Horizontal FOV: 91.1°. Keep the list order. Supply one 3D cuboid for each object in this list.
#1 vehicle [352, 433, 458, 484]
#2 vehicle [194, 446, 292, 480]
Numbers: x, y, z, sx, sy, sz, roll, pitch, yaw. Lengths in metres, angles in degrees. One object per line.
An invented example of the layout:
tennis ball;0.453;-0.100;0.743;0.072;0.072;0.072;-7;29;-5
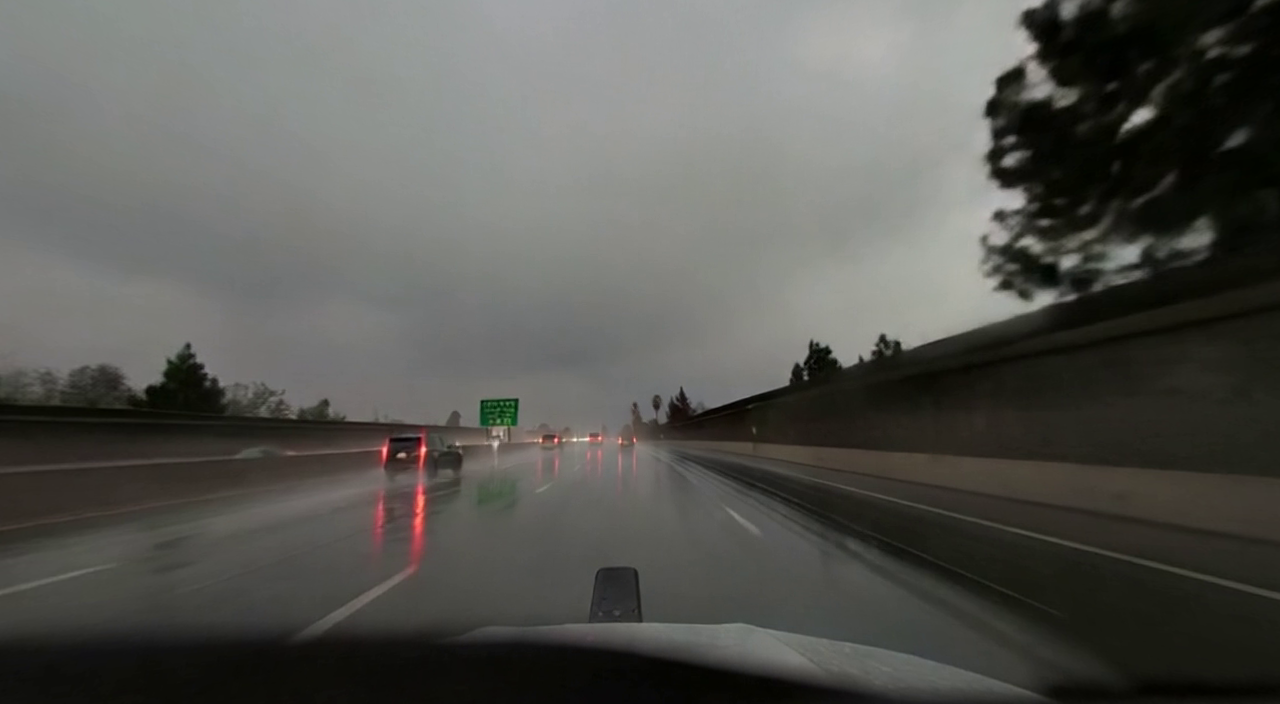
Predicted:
vehicle;-7.680;3.483;21.034;1.972;1.532;4.222;0;-8;-1
vehicle;-19.856;5.557;31.741;1.858;1.483;4.771;0;-8;-1
